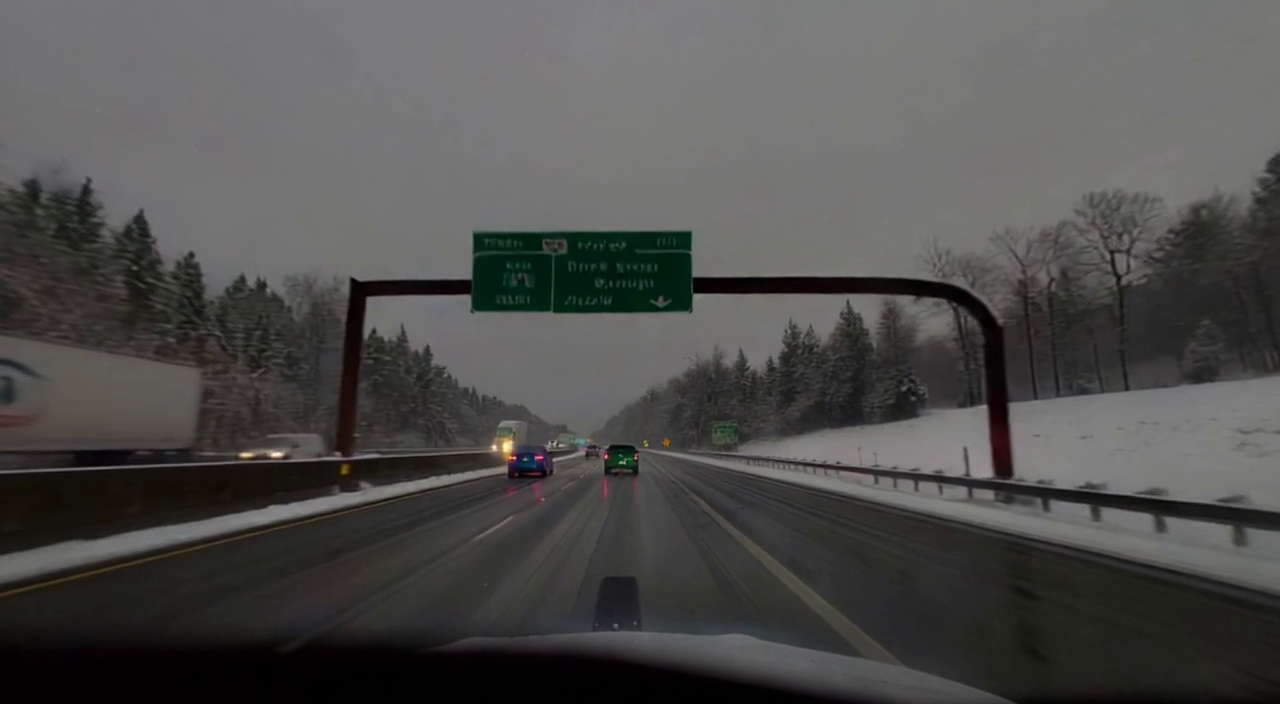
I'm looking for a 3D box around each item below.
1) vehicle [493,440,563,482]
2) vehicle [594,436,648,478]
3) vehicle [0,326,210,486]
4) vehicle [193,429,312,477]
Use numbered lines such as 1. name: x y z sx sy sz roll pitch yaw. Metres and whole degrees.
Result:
1. vehicle: -4.647 4.597 26.655 2.103 1.588 4.709 -1 -9 0
2. vehicle: -0.848 4.715 28.223 2.220 1.711 4.056 0 -9 -1
3. vehicle: -17.830 1.504 16.750 2.895 4.041 14.097 0 -9 -1
4. vehicle: -14.104 3.710 23.117 1.866 1.584 3.939 -1 -9 -1
